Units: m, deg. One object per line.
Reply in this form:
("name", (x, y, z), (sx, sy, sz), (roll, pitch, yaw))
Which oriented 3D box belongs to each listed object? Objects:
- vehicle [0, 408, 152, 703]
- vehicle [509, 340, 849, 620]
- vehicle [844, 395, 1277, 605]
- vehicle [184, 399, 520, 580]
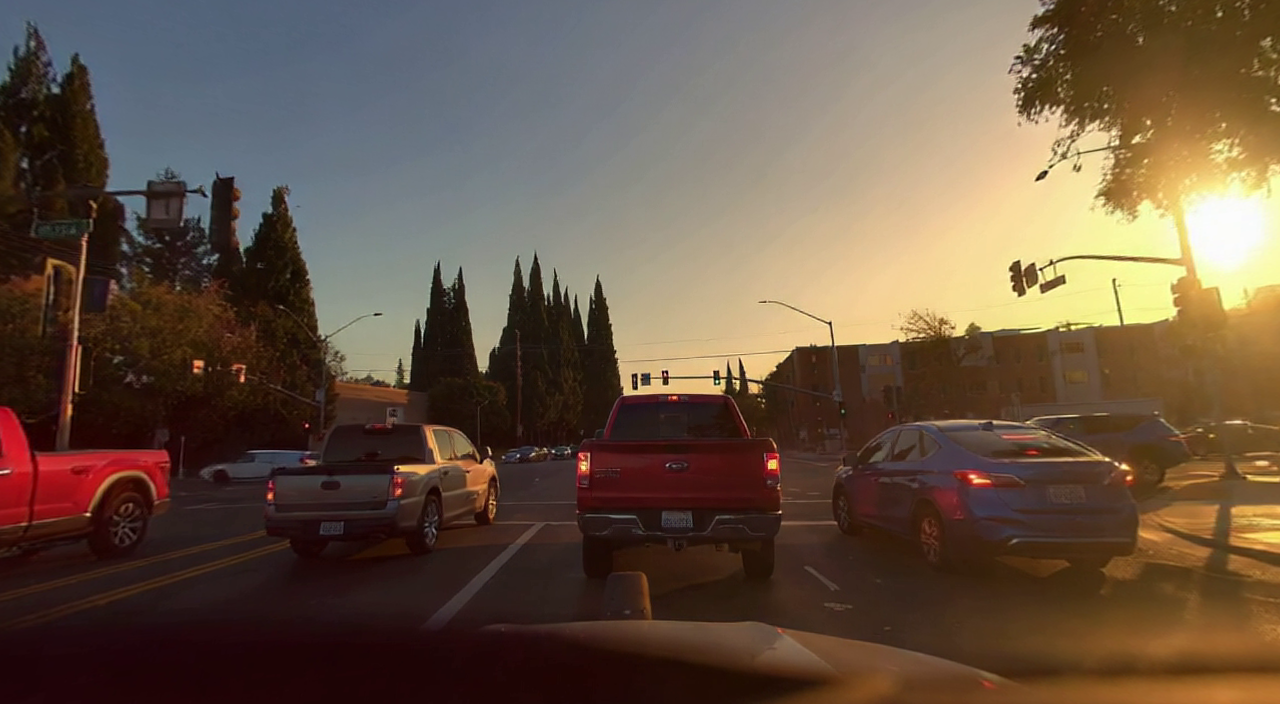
("vehicle", (-3.390, 0.707, 0.650), (1.998, 1.481, 4.656), (0, -8, 1))
("vehicle", (0.324, 1.284, 7.155), (2.505, 2.084, 4.768), (0, -8, 1))
("vehicle", (4.040, 1.490, 7.184), (1.984, 1.659, 4.226), (0, -8, 0))
("vehicle", (-3.288, 1.686, 8.585), (2.125, 1.739, 4.707), (0, -8, 3))
